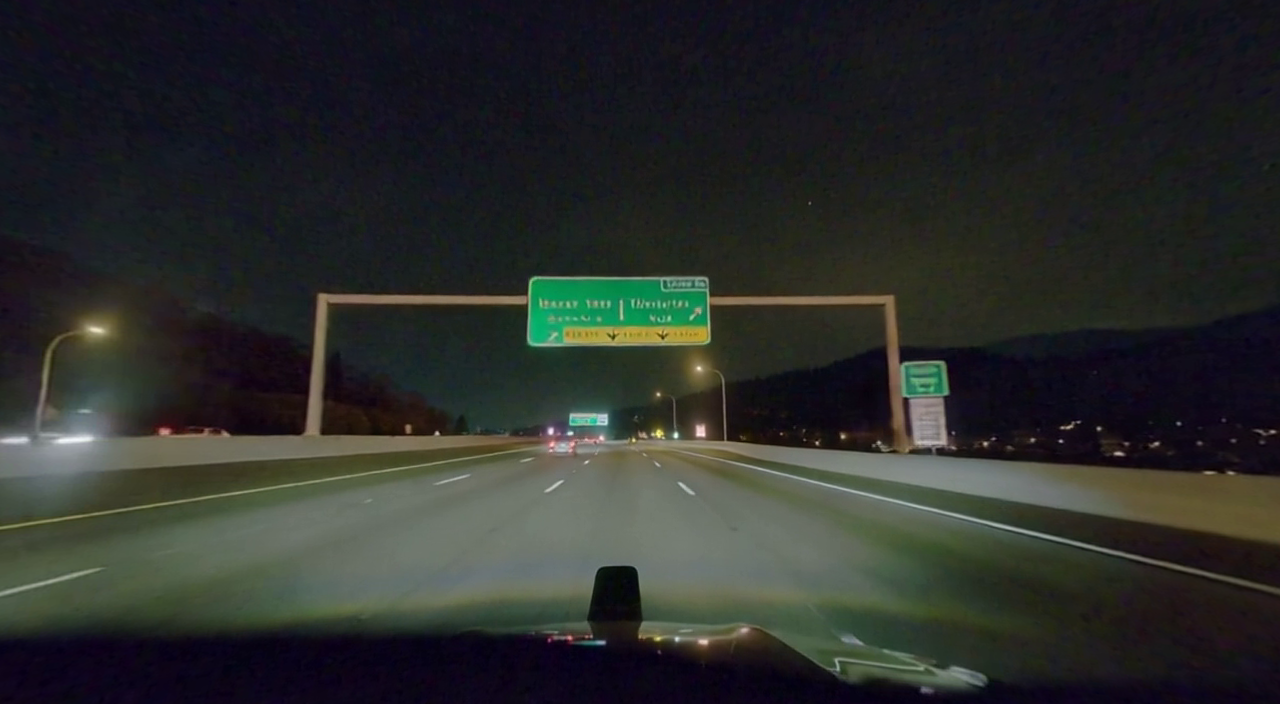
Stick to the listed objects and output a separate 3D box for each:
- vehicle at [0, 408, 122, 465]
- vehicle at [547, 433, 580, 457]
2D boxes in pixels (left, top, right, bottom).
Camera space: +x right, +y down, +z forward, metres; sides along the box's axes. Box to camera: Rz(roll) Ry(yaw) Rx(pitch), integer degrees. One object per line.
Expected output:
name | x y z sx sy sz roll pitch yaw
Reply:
vehicle | -19.972 2.817 20.798 1.916 1.687 4.367 0 -8 -1
vehicle | -5.253 6.431 43.429 1.878 1.548 3.966 0 -8 -1
